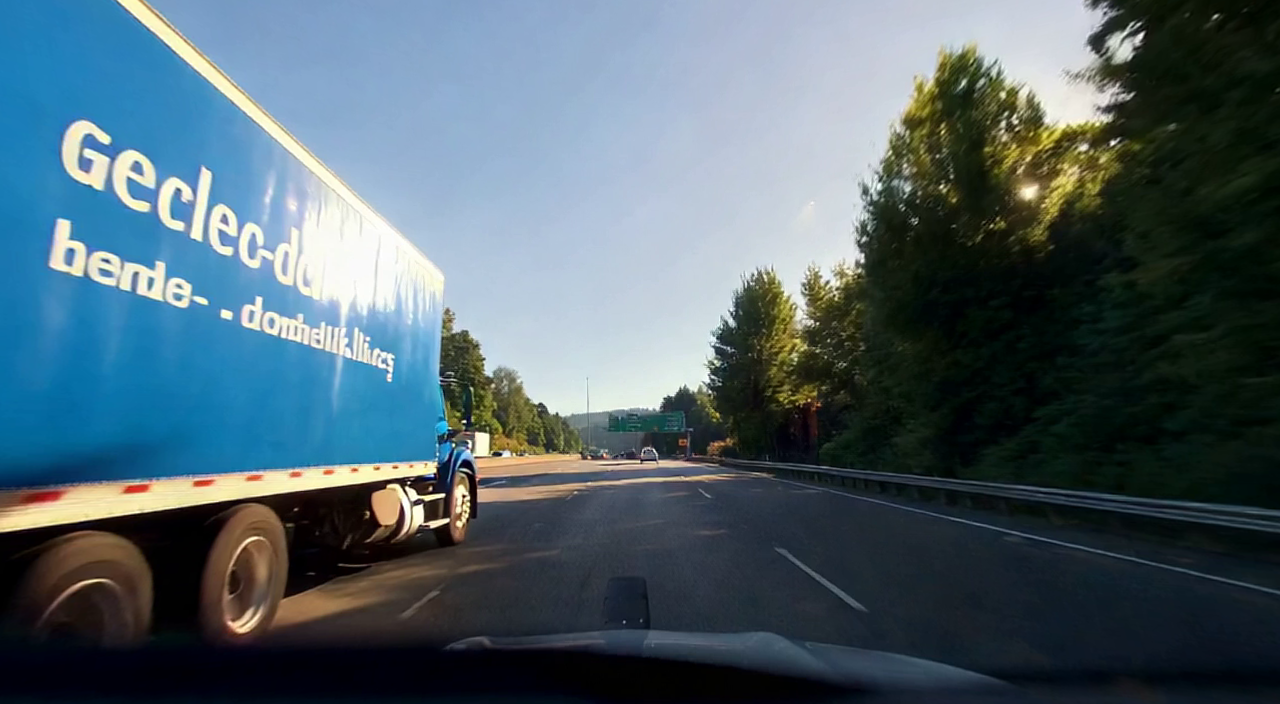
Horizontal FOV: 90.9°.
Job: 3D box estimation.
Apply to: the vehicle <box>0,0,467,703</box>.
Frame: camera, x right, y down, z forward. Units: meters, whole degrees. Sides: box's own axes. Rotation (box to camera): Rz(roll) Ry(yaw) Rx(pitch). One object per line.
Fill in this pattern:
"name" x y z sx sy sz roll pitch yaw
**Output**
"vehicle" -3.501 0.411 4.036 2.695 3.151 6.885 0 -9 1
